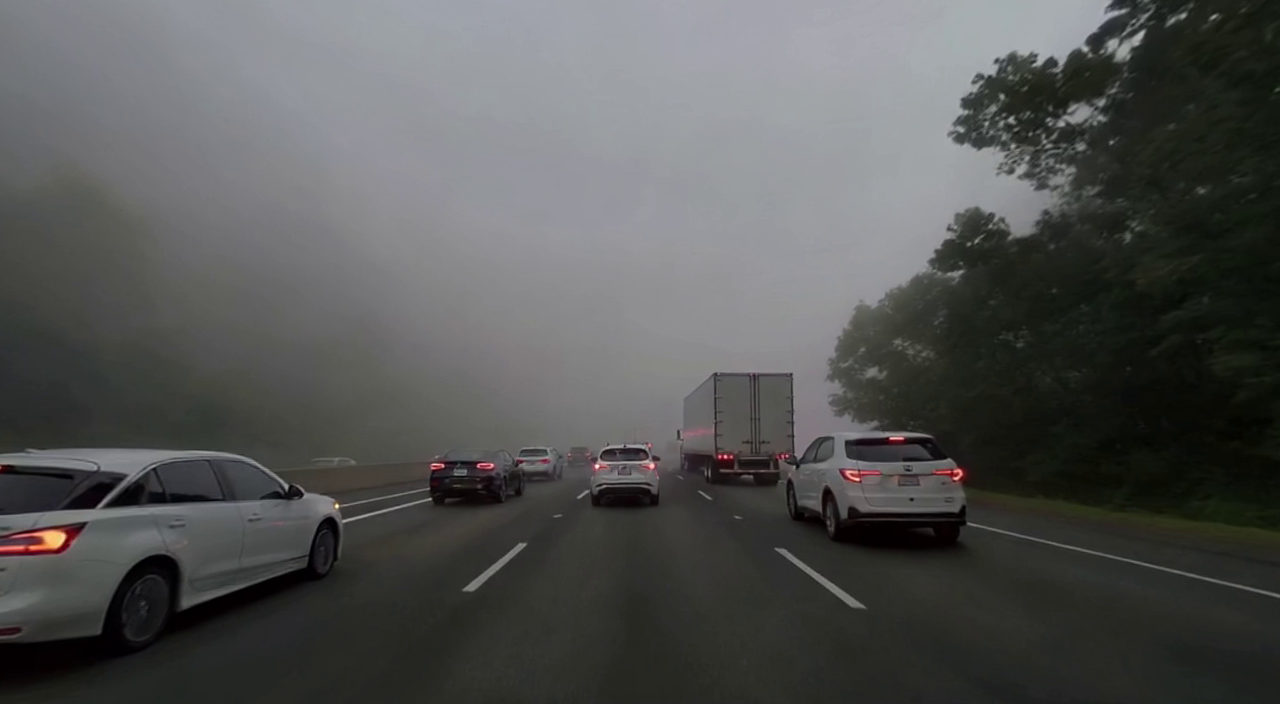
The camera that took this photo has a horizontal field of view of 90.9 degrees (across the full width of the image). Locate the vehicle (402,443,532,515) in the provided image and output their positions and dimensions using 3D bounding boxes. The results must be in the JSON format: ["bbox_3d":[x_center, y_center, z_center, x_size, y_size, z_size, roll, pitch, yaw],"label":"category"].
[{"bbox_3d":[-4.034,3.031,15.534,1.923,1.503,4.293,0,-9,1],"label":"vehicle"}]

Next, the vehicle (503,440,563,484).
[{"bbox_3d":[-4.655,4.856,28.000,1.959,1.808,3.790,0,-9,1],"label":"vehicle"}]

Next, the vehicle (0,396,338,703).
[{"bbox_3d":[-4.290,1.309,5.012,1.789,1.620,3.841,0,-9,1],"label":"vehicle"}]

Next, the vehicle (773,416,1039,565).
[{"bbox_3d":[3.672,2.009,9.906,2.076,1.751,4.666,0,-9,-1],"label":"vehicle"}]

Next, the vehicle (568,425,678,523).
[{"bbox_3d":[-0.324,2.599,13.866,2.037,1.792,4.194,0,-9,0],"label":"vehicle"}]

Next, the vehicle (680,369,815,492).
[{"bbox_3d":[4.098,3.807,28.976,3.186,4.111,15.553,0,-9,-1],"label":"vehicle"}]
